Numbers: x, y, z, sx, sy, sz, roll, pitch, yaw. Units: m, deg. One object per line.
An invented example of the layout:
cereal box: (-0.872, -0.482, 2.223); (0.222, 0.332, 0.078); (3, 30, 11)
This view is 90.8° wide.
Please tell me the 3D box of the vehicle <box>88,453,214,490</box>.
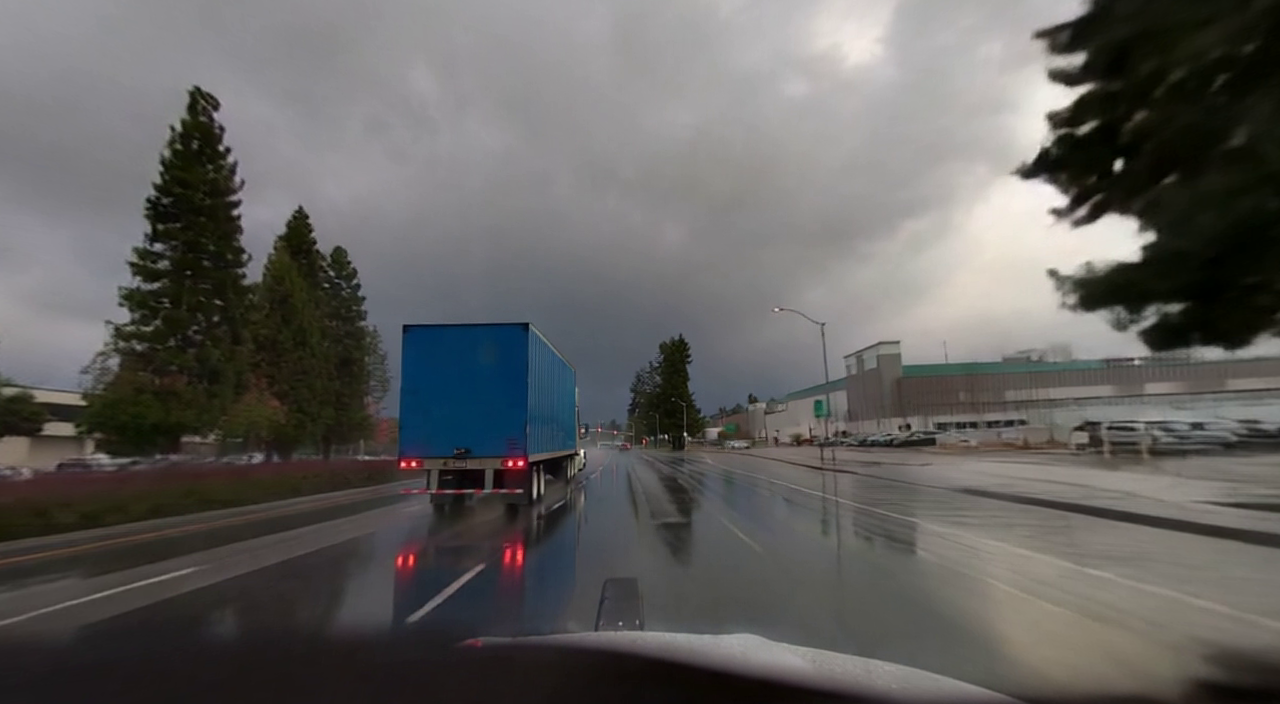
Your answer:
vehicle: (-22.217, 5.408, 29.011); (2.022, 1.493, 4.767); (0, -8, 0)

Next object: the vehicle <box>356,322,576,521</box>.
vehicle: (-3.418, 1.778, 15.167); (2.910, 3.419, 8.376); (0, -8, 0)
